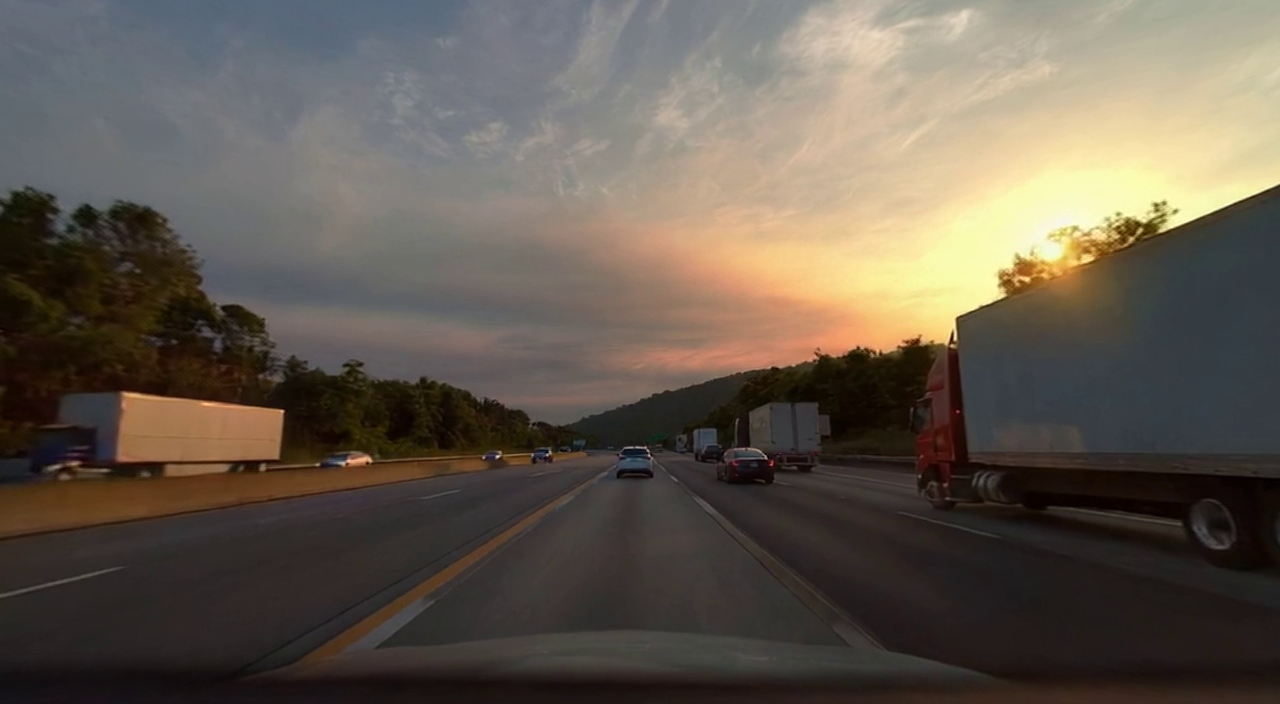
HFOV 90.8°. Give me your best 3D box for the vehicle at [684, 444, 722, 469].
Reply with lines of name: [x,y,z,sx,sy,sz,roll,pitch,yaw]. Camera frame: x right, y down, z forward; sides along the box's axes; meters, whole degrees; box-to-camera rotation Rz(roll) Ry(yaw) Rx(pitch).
vehicle: [4.266,7.142,43.228,2.150,1.632,4.260,0,-9,0]

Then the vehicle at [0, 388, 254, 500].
vehicle: [-19.381,3.652,24.830,2.870,3.622,8.269,0,-9,1]

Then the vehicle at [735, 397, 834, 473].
vehicle: [8.904,5.635,41.600,2.858,4.068,15.162,0,-9,0]

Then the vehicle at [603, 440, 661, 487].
vehicle: [-0.271,4.180,23.841,2.023,1.618,3.628,0,-9,1]

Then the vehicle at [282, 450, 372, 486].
vehicle: [-14.535,5.378,29.637,1.868,1.537,4.403,-1,-9,2]

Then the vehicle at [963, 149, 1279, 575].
vehicle: [7.597,0.319,7.567,2.823,4.063,8.485,0,-9,0]

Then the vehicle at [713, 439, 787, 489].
vehicle: [3.840,3.989,22.698,1.920,1.594,3.867,0,-9,0]
